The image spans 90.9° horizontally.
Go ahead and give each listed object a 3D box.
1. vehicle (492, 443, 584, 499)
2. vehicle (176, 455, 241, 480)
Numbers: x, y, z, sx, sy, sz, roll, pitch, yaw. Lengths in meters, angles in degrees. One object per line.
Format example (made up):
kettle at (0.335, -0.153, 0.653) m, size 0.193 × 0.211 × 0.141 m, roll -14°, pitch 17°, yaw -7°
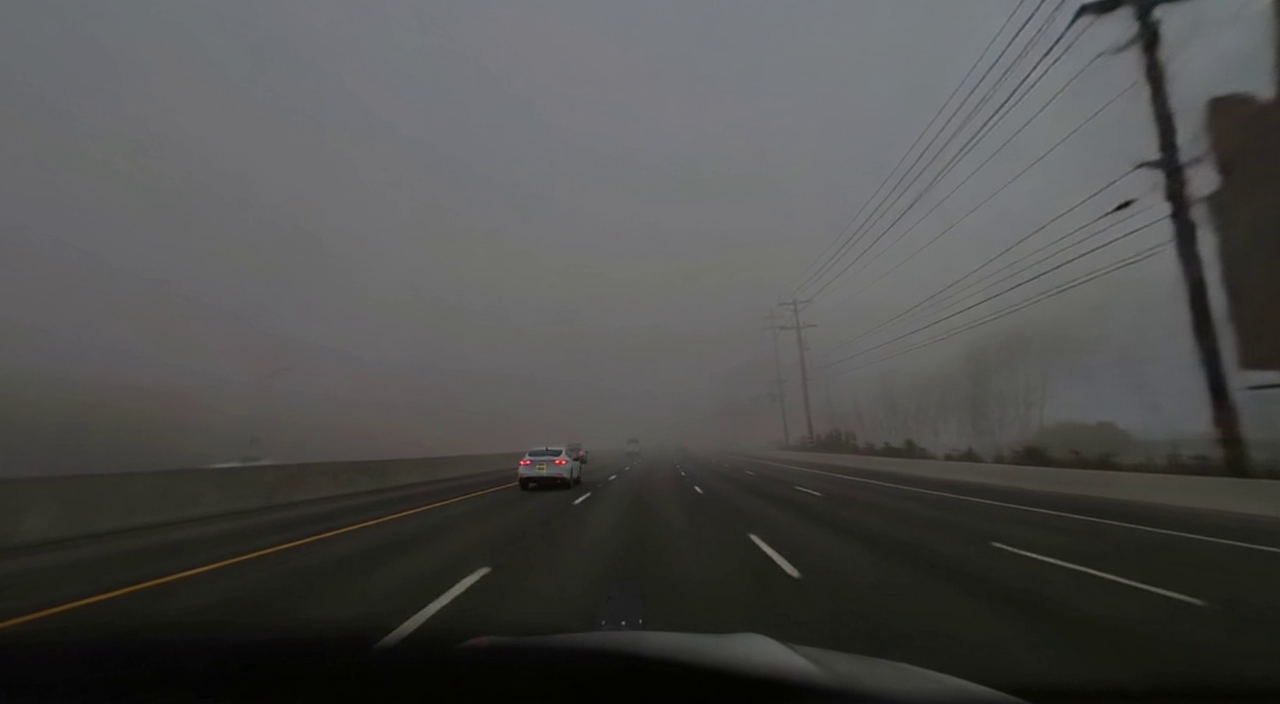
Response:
vehicle at (-2.833, 3.402, 18.437) m, size 1.891 × 1.444 × 3.968 m, roll 0°, pitch -9°, yaw 2°
vehicle at (-26.119, 6.967, 38.290) m, size 1.488 × 1.366 × 3.338 m, roll -1°, pitch -8°, yaw 1°
